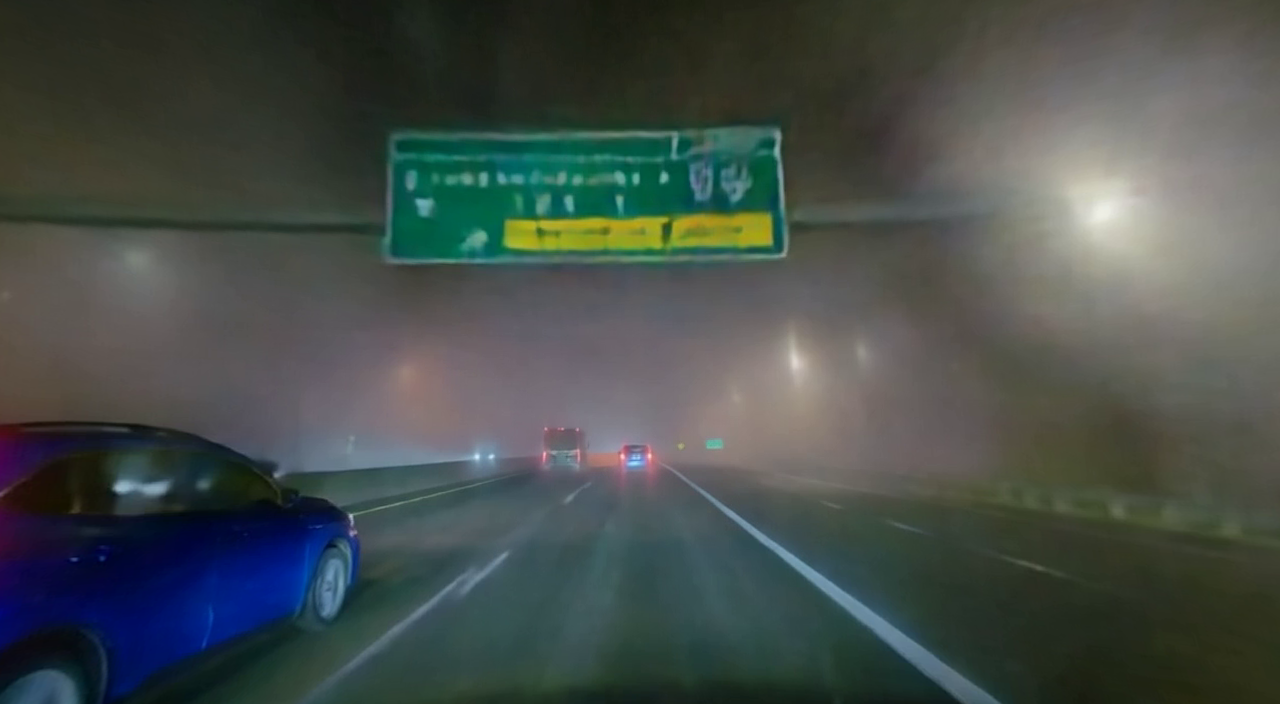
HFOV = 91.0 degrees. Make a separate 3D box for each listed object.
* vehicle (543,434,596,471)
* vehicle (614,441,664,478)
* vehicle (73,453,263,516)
[{"bbox_3d":[-3.725,5.462,34.323,2.264,1.901,4.647,0,-9,1],"label":"vehicle"},{"bbox_3d":[-0.018,4.856,28.688,2.086,1.548,4.325,0,-9,1],"label":"vehicle"},{"bbox_3d":[-13.284,3.711,18.157,2.059,1.512,4.244,0,-9,2],"label":"vehicle"}]
